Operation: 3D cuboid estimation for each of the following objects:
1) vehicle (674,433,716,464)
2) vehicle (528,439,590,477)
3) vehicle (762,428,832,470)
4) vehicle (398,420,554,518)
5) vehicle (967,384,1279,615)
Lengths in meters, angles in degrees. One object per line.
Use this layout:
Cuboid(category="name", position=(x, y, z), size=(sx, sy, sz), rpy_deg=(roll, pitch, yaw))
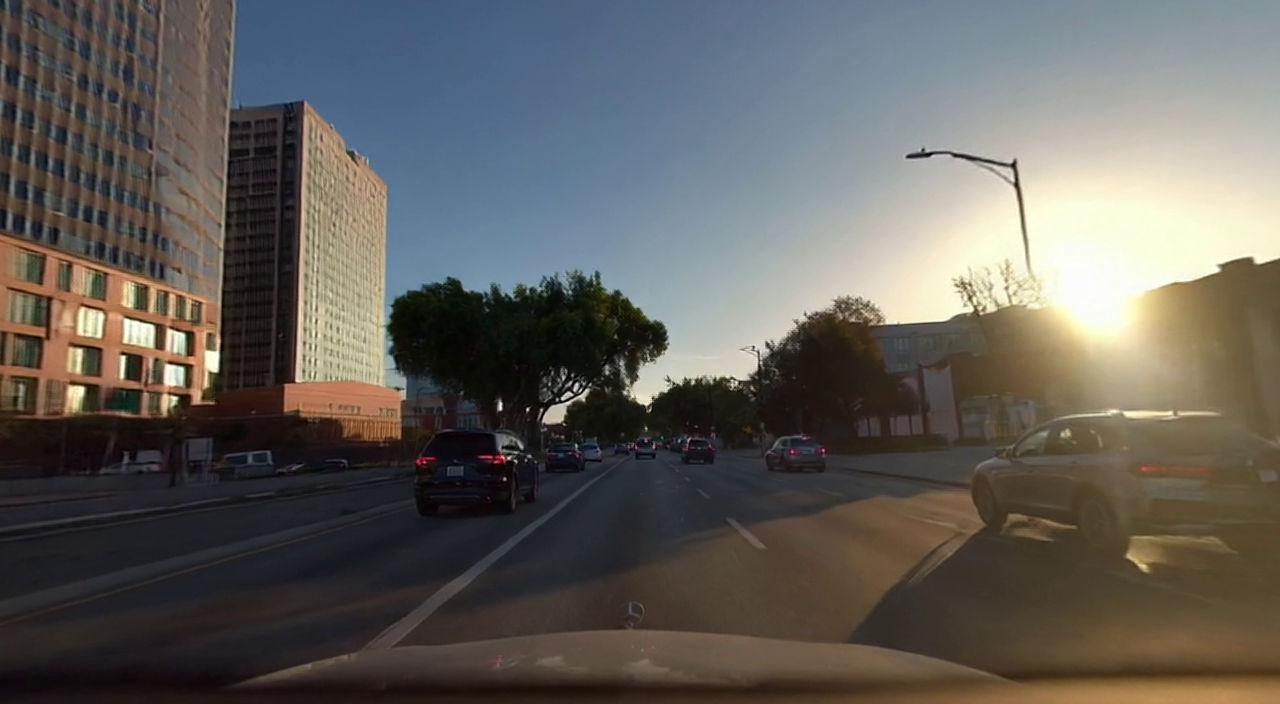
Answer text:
Cuboid(category="vehicle", position=(3.390, 6.115, 39.957), size=(2.178, 1.804, 4.766), rpy_deg=(0, -8, -1))
Cuboid(category="vehicle", position=(-3.348, 4.485, 26.918), size=(2.036, 1.465, 4.301), rpy_deg=(-1, -8, 1))
Cuboid(category="vehicle", position=(7.192, 4.512, 29.355), size=(2.076, 1.793, 4.464), rpy_deg=(0, -8, 0))
Cuboid(category="vehicle", position=(-3.258, 2.435, 13.589), size=(2.141, 1.719, 4.379), rpy_deg=(-1, -8, 1))
Cuboid(category="vehicle", position=(5.689, 1.388, 6.841), size=(2.088, 1.666, 4.512), rpy_deg=(-1, -8, 4))
